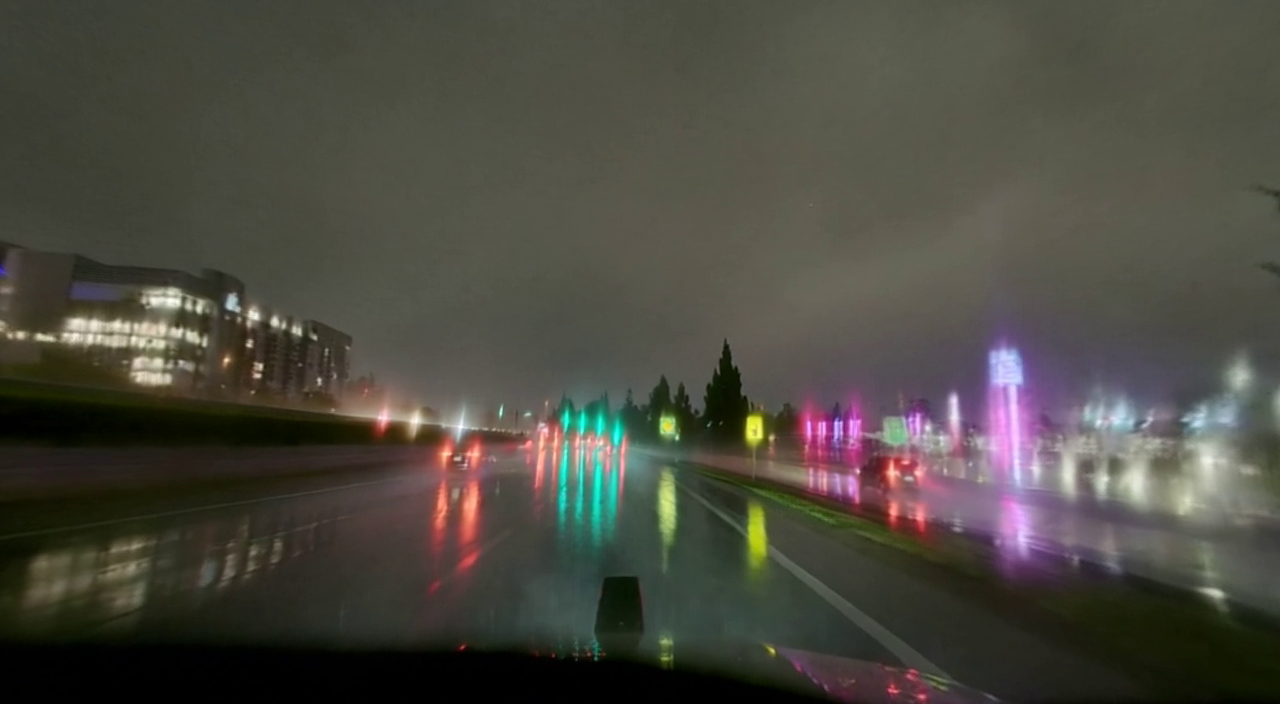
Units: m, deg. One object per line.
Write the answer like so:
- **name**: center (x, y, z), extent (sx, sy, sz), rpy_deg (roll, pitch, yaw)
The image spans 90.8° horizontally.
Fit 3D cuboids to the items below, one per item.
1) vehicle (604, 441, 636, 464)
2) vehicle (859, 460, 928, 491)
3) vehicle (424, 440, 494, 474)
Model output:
- **vehicle**: center (-1.398, 6.782, 42.681), extent (2.038, 1.414, 4.357), rpy_deg (0, -9, -3)
- **vehicle**: center (16.102, 7.813, 40.323), extent (2.023, 1.782, 4.193), rpy_deg (2, -9, -11)
- **vehicle**: center (-8.323, 4.872, 29.484), extent (2.009, 1.454, 4.250), rpy_deg (0, -9, -1)
